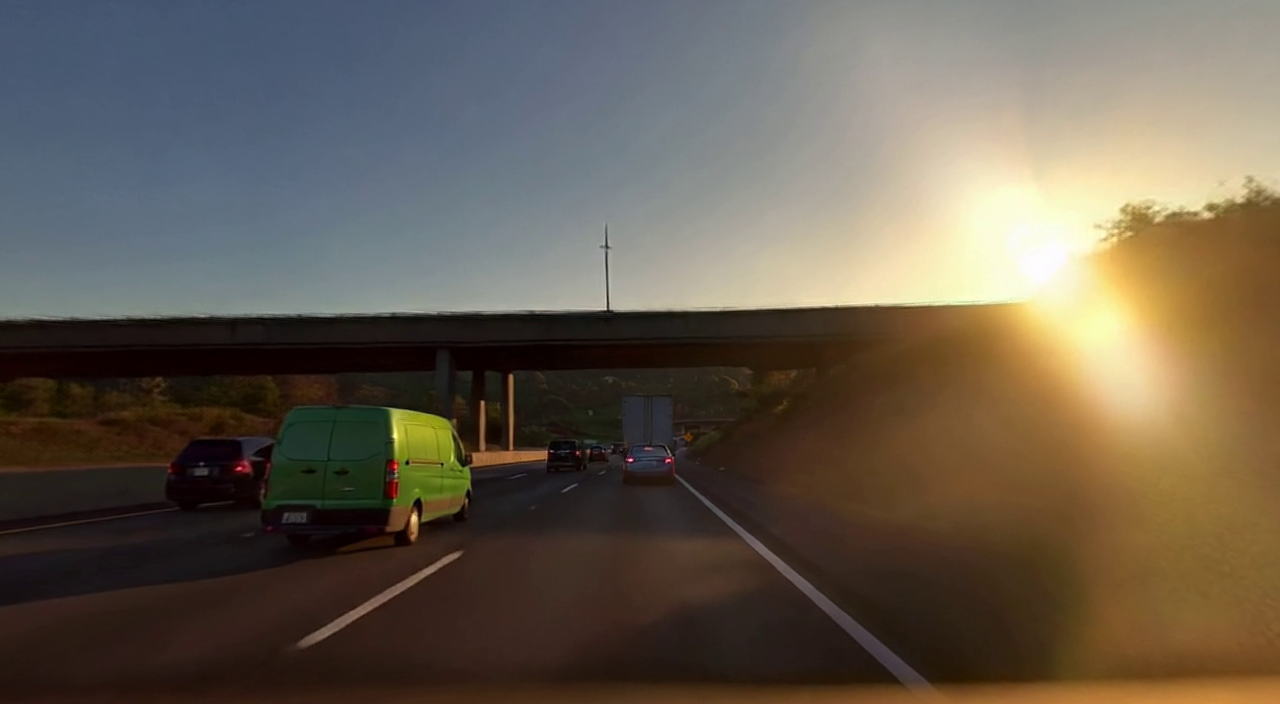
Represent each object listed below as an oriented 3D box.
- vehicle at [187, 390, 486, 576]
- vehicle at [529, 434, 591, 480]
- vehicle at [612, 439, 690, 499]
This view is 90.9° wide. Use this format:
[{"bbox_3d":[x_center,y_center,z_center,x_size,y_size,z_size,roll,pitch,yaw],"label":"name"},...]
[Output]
[{"bbox_3d":[-3.583,1.636,8.471,1.951,1.882,3.979,0,-9,1],"label":"vehicle"},{"bbox_3d":[-3.408,4.583,27.687,2.068,1.862,4.234,0,-9,1],"label":"vehicle"},{"bbox_3d":[0.264,3.248,17.764,1.991,1.507,3.391,0,-9,0],"label":"vehicle"}]
